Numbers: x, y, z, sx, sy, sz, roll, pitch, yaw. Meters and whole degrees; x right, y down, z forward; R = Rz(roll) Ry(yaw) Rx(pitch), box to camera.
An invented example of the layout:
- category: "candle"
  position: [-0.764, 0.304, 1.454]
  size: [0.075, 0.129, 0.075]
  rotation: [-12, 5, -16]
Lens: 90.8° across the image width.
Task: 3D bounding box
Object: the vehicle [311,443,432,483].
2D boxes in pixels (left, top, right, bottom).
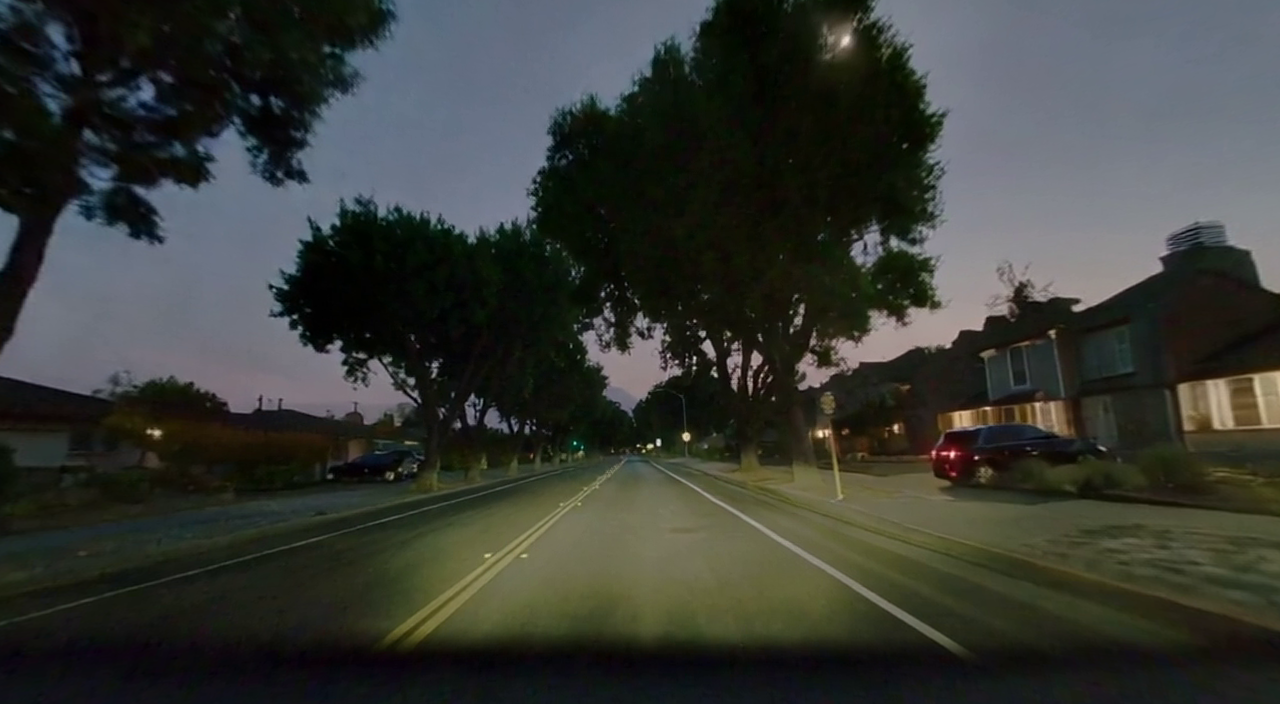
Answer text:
- category: "vehicle"
  position: [-12.974, 5.375, 30.780]
  size: [4.928, 1.848, 2.041]
  rotation: [0, -9, 0]

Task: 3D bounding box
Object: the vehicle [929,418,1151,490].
- category: "vehicle"
  position: [10.314, 2.662, 16.621]
  size: [4.449, 1.765, 1.917]
  rotation: [0, -9, 3]
